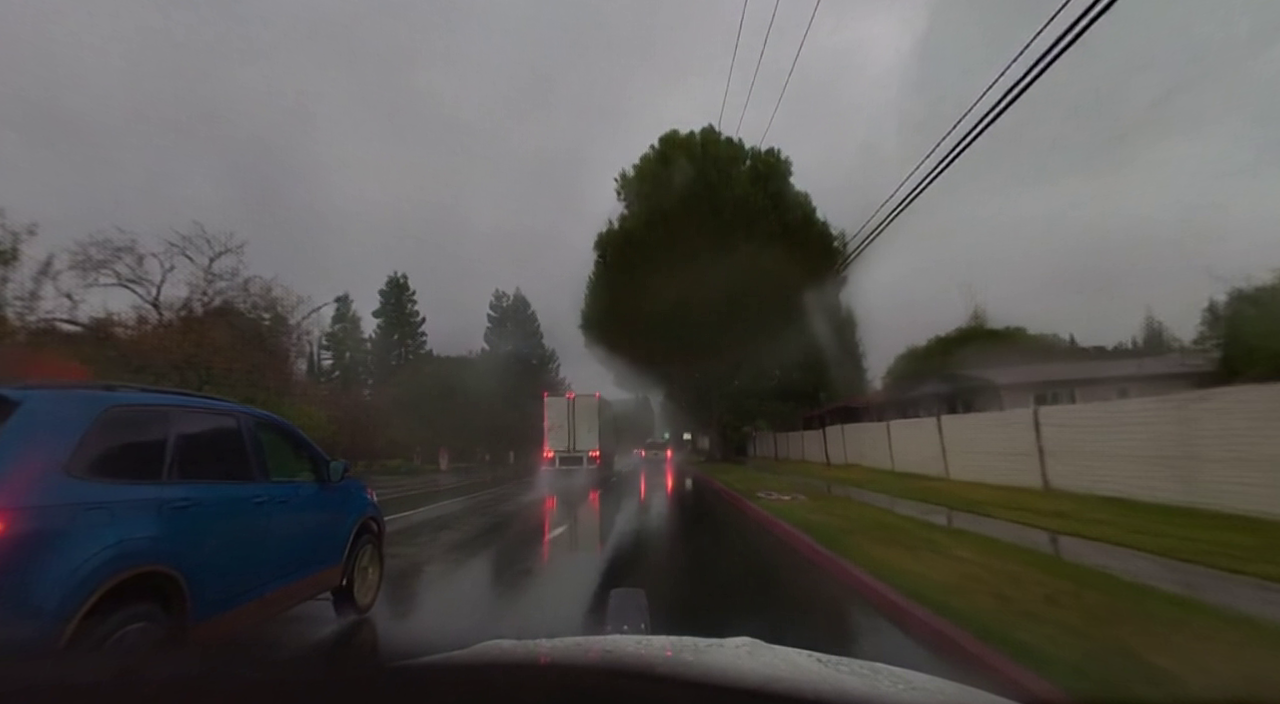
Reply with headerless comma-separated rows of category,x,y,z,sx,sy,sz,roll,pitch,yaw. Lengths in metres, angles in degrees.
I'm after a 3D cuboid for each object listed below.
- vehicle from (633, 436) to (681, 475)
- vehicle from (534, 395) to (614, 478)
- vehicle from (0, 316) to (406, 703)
vehicle,0.793,5.010,30.621,2.174,1.749,4.113,0,-8,1
vehicle,-3.079,4.398,32.406,2.928,3.658,8.980,0,-8,1
vehicle,-3.293,1.014,3.640,2.093,1.832,4.508,0,-9,1
